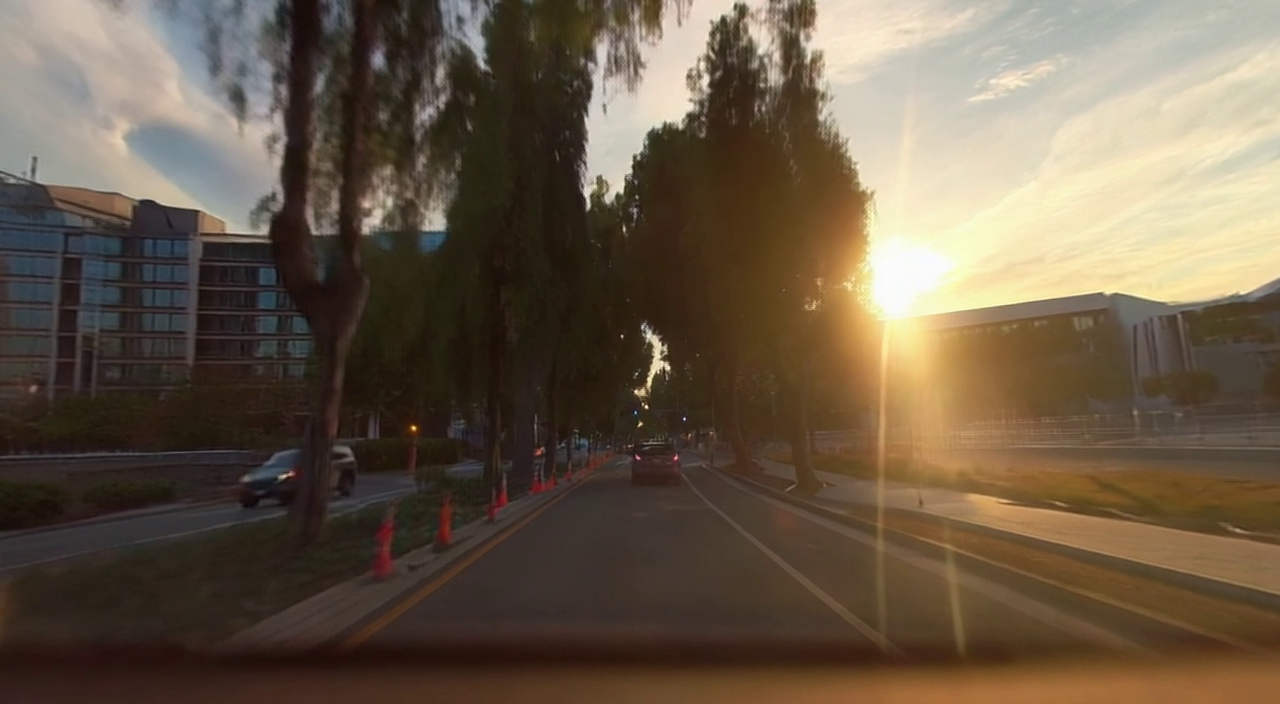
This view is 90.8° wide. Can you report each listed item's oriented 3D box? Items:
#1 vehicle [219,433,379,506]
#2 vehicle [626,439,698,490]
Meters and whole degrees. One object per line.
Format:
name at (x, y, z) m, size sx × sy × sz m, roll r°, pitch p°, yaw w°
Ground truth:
vehicle at (-11.144, 3.867, 21.302) m, size 2.349 × 2.106 × 5.464 m, roll 0°, pitch -9°, yaw 0°
vehicle at (0.715, 3.684, 20.995) m, size 2.114 × 1.493 × 4.430 m, roll 0°, pitch -9°, yaw 2°
